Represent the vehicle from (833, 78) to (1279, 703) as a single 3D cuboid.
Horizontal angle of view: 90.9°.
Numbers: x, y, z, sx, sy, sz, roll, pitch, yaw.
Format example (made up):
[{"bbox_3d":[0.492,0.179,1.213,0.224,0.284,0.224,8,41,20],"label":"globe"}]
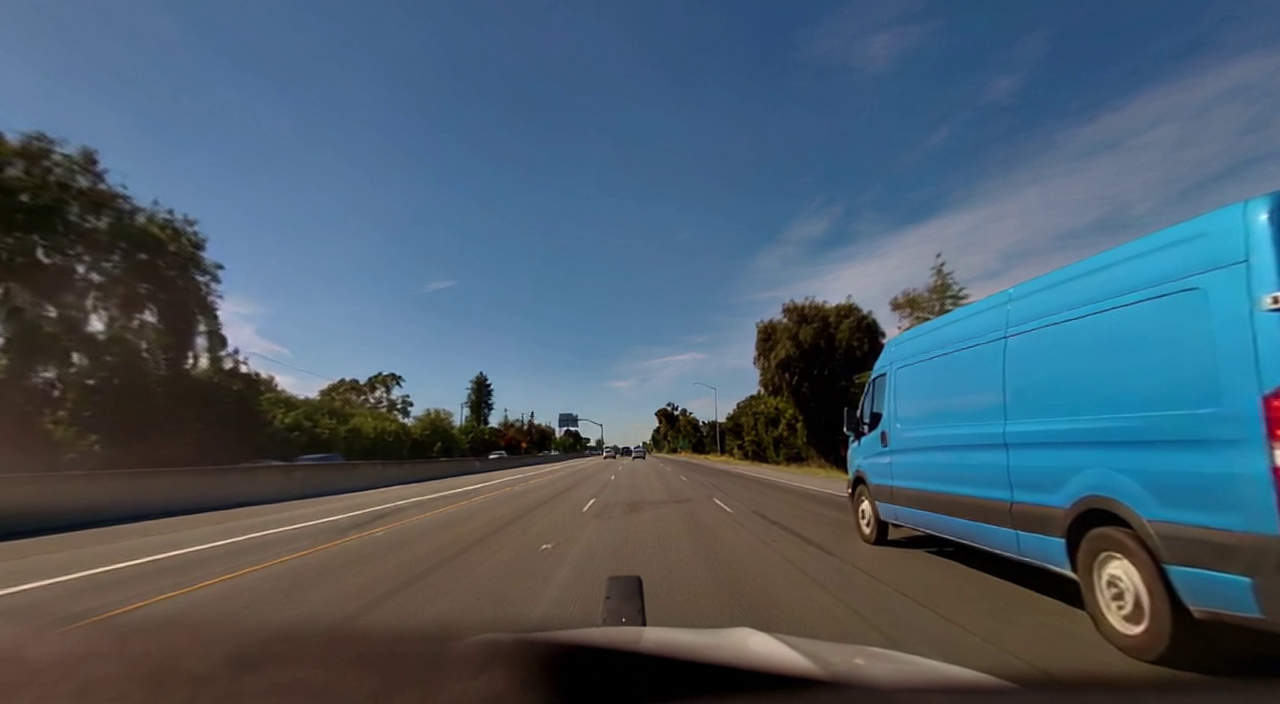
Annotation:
[{"bbox_3d":[4.070,0.674,5.596,2.527,2.809,6.831,0,-9,0],"label":"vehicle"}]
